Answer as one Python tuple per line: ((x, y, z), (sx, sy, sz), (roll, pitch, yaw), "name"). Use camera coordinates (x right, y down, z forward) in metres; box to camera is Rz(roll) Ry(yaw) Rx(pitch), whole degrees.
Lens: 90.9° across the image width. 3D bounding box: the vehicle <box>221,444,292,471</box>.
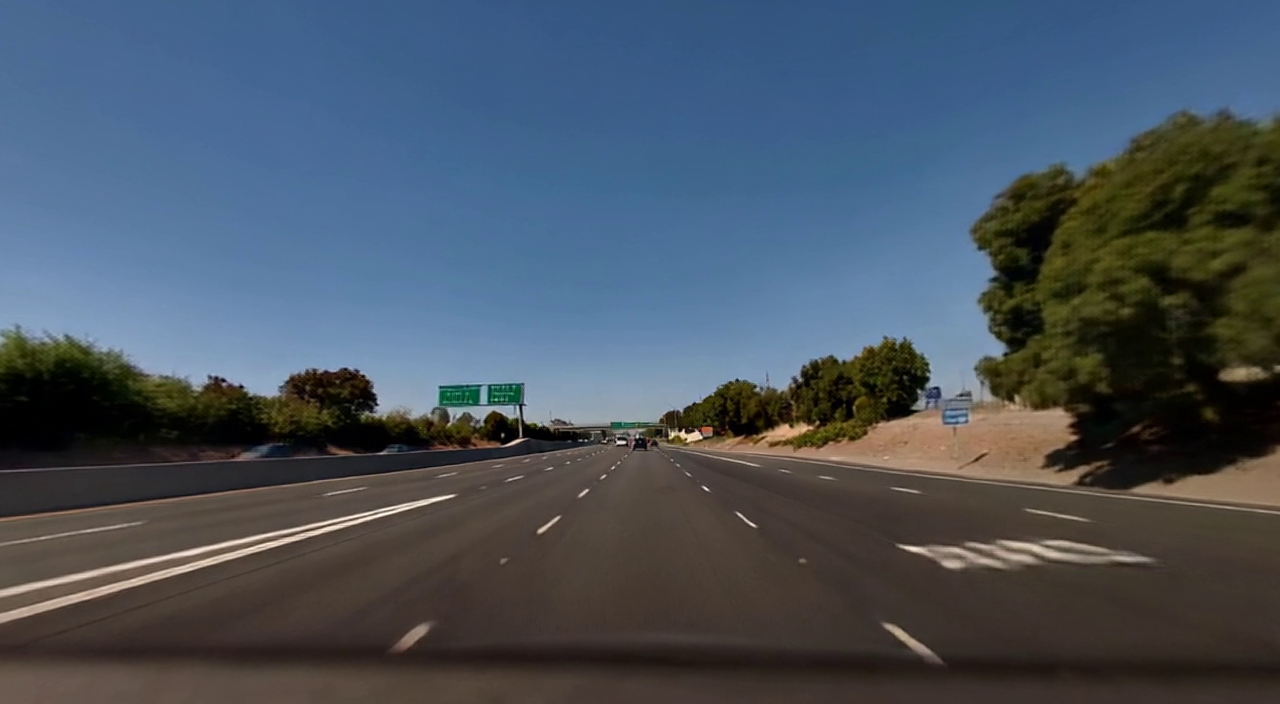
((-26.004, 7.135, 42.938), (2.096, 1.682, 4.113), (-1, -8, 4), "vehicle")
